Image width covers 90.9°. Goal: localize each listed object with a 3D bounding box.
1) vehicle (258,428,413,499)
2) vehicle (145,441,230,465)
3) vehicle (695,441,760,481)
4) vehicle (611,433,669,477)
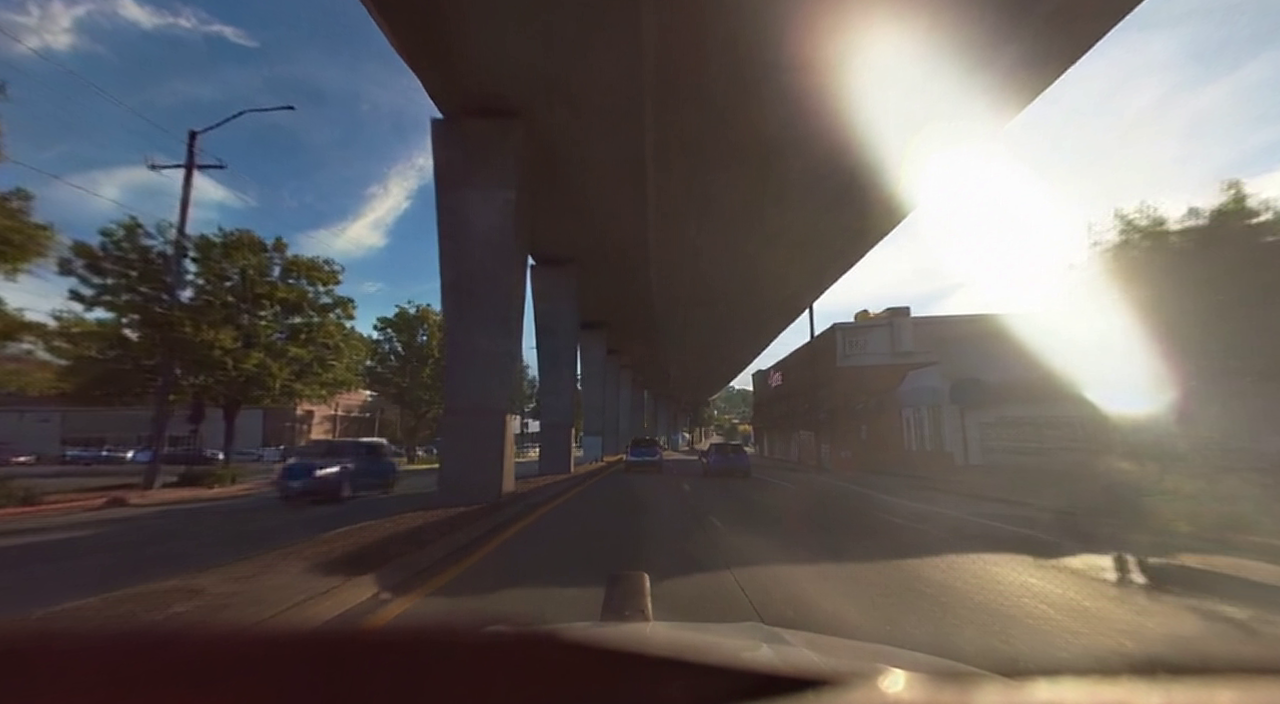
[{"bbox_3d":[-8.670,3.198,18.546,2.137,1.811,4.549,0,-8,2],"label":"vehicle"},{"bbox_3d":[-33.543,7.514,46.873,4.540,1.717,2.066,2,-9,-13],"label":"vehicle"},{"bbox_3d":[3.462,4.394,25.764,1.954,1.479,4.557,0,-8,0],"label":"vehicle"},{"bbox_3d":[0.064,4.661,28.829,2.441,1.813,4.581,0,-8,1],"label":"vehicle"}]
